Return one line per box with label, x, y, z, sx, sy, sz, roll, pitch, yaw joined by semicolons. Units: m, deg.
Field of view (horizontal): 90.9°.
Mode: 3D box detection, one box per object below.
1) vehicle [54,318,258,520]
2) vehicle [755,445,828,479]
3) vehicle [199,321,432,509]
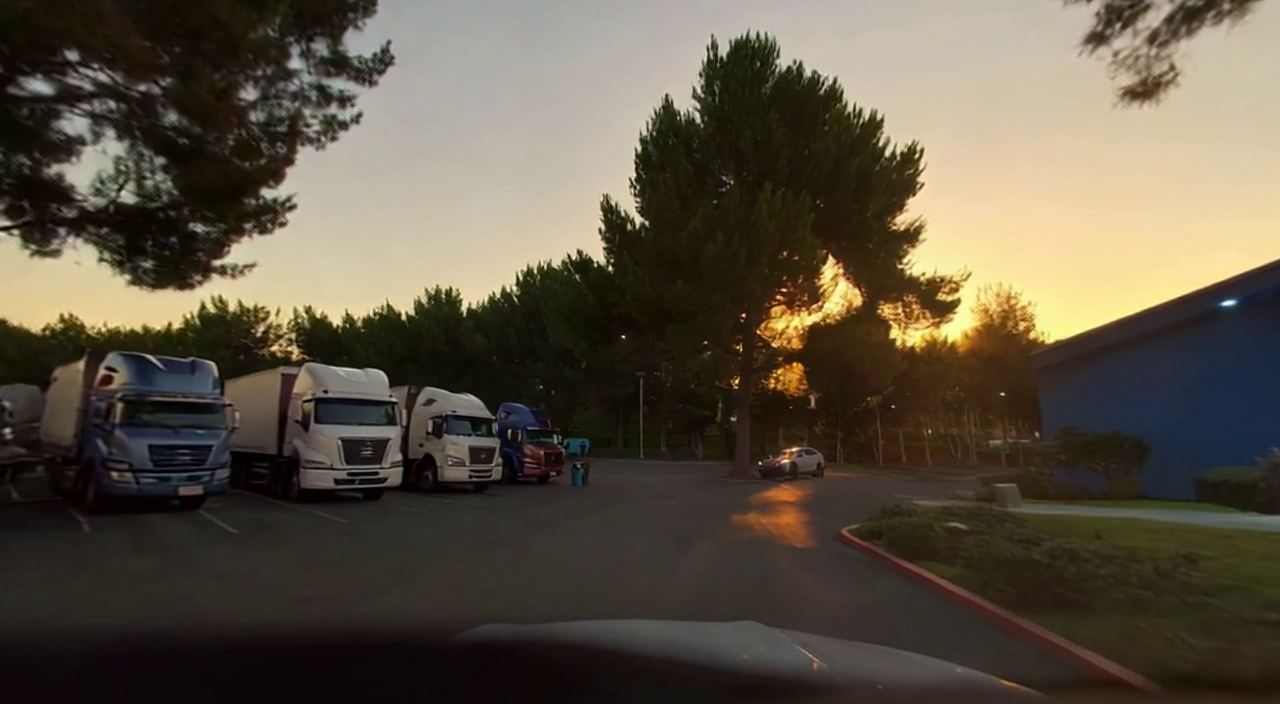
vehicle;-13.678;2.083;17.329;3.038;3.871;11.512;7;-12;-41
vehicle;7.312;5.237;30.264;1.809;1.506;3.473;-9;-12;44
vehicle;-10.345;2.171;18.984;2.948;4.069;11.906;8;-12;-42
